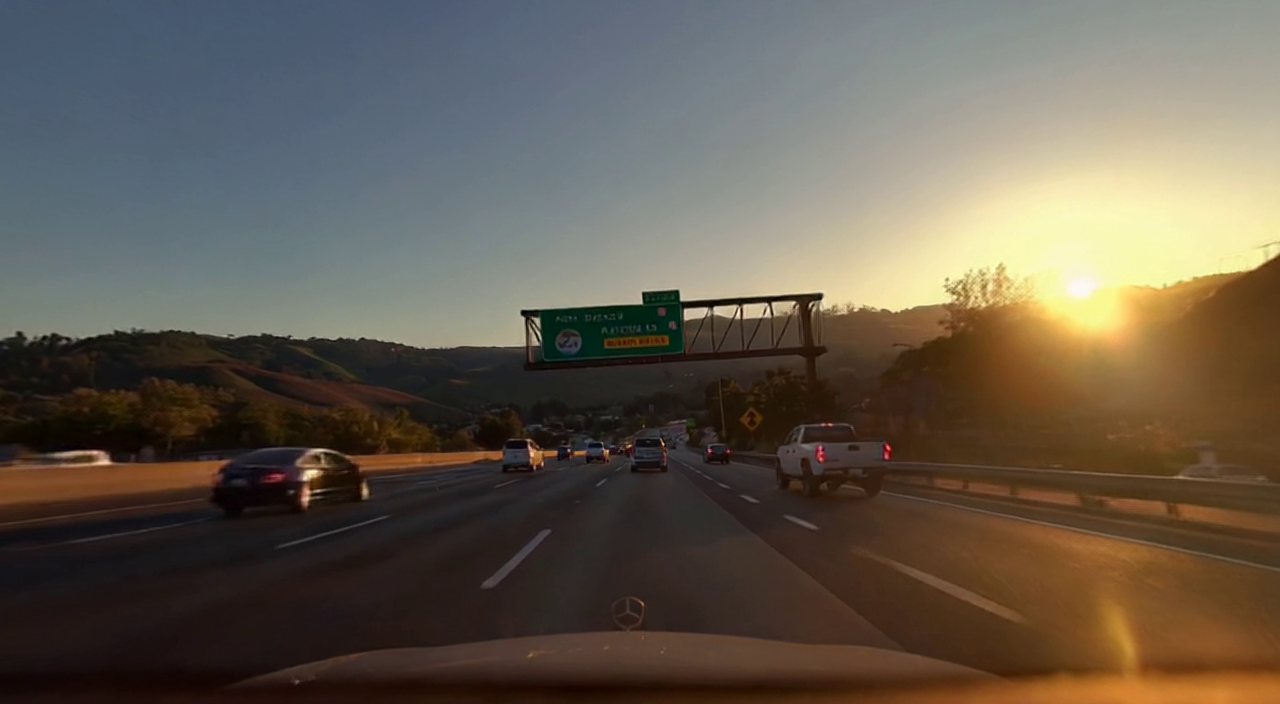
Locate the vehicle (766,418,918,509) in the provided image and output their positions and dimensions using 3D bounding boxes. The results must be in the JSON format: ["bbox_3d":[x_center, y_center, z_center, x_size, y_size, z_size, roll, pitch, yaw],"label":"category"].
[{"bbox_3d":[4.669,2.651,15.461,2.029,1.859,4.669,0,-8,-2],"label":"vehicle"}]

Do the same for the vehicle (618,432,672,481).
[{"bbox_3d":[0.178,4.251,25.917,2.052,1.808,3.898,0,-8,-1],"label":"vehicle"}]

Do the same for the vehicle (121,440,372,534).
[{"bbox_3d":[-7.398,2.537,12.657,1.916,1.482,4.908,0,-8,0],"label":"vehicle"}]

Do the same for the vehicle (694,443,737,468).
[{"bbox_3d":[4.622,6.360,39.050,1.998,1.456,4.338,0,-8,-2],"label":"vehicle"}]

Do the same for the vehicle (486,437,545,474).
[{"bbox_3d":[-6.534,5.490,33.698,2.160,1.799,5.001,0,-8,0],"label":"vehicle"}]
